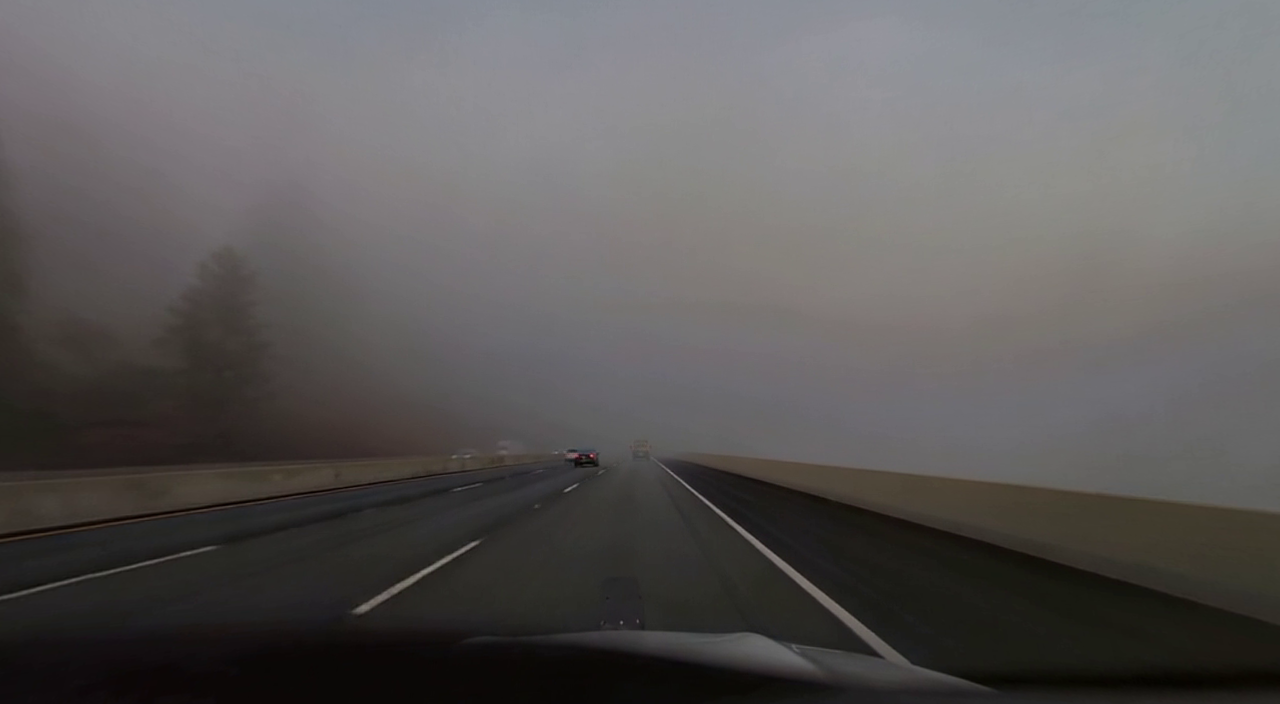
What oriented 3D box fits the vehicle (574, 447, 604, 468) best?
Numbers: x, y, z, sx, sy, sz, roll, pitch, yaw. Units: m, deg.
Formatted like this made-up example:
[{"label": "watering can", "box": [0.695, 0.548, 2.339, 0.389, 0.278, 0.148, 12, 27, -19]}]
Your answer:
[{"label": "vehicle", "box": [-3.798, 7.905, 47.426, 1.893, 1.521, 3.742, 0, -9, 0]}]
